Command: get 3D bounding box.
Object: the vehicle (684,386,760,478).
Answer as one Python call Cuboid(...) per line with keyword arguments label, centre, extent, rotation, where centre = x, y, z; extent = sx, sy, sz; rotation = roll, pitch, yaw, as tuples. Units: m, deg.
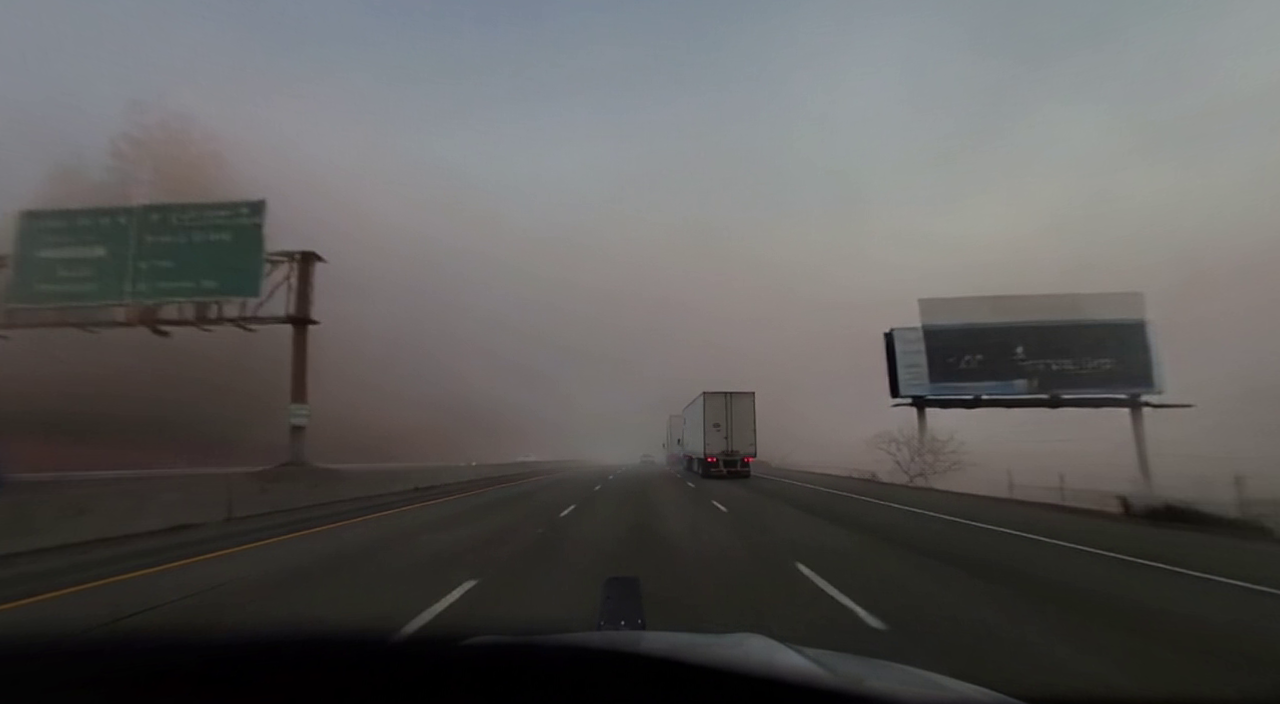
Cuboid(label="vehicle", centre=(4.366, 4.826, 36.855), extent=(2.826, 4.269, 14.176), rotation=(0, -9, 1))
